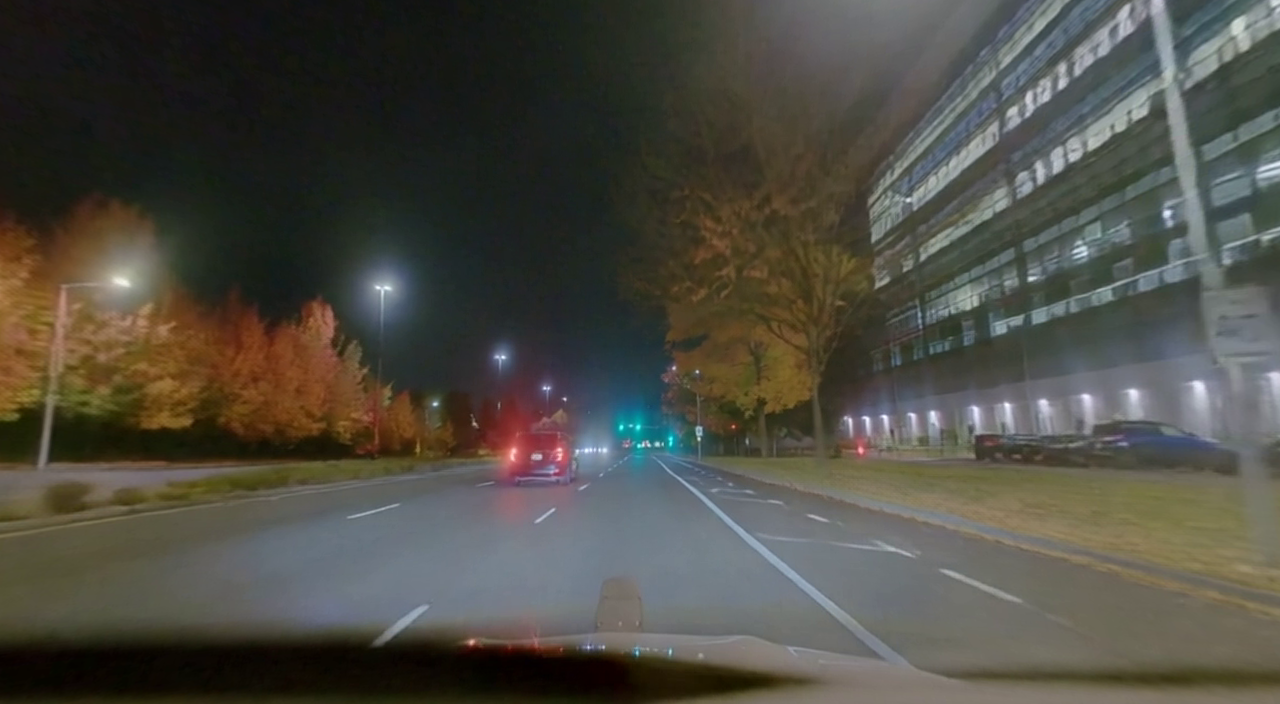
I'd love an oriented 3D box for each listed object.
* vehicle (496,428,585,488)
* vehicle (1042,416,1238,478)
[{"bbox_3d":[-3.165,3.505,21.072,2.112,1.779,4.489,0,-8,2],"label":"vehicle"},{"bbox_3d":[17.411,3.313,22.137,4.929,1.875,2.154,-2,-8,0],"label":"vehicle"}]
